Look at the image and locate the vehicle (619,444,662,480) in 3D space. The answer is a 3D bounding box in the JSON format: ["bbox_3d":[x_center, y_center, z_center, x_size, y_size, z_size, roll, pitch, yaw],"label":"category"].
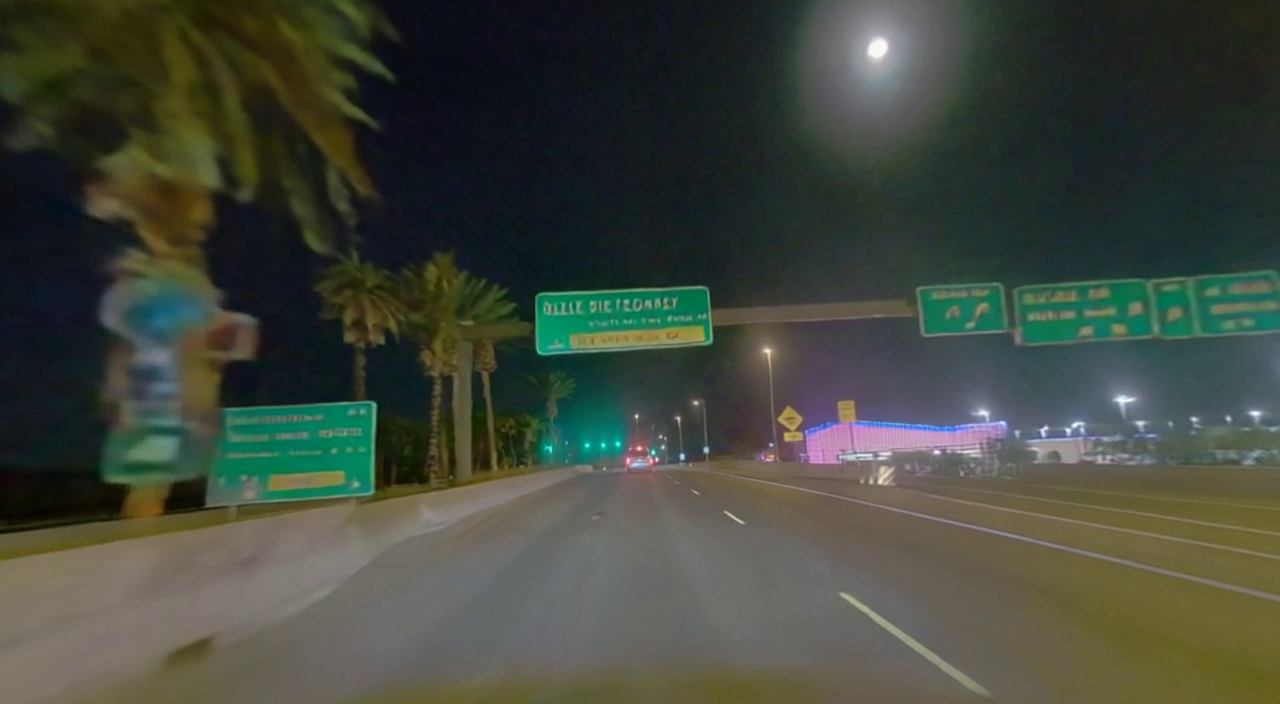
[{"bbox_3d":[-0.022,5.652,32.621,2.089,1.718,4.193,0,-9,-1],"label":"vehicle"}]
